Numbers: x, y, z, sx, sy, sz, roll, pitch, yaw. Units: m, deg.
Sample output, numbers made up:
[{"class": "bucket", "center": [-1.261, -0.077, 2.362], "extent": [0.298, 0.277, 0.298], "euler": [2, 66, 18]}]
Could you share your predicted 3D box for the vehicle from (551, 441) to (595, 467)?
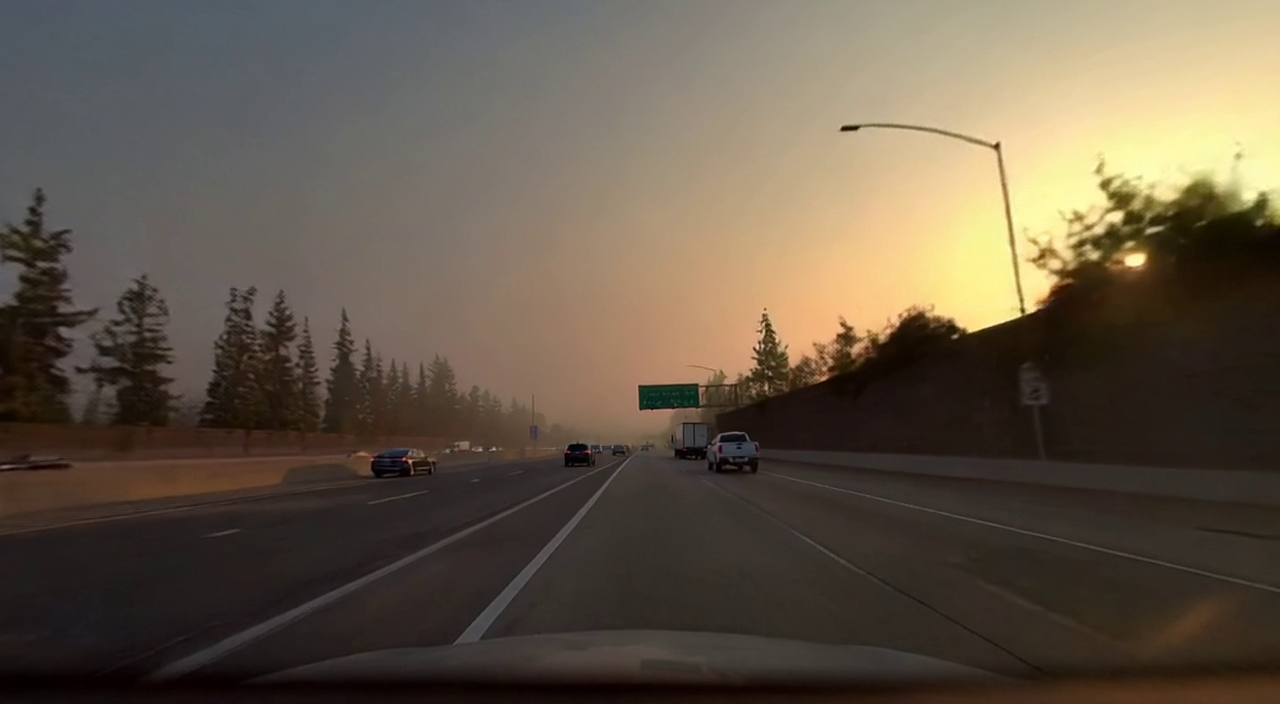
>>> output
[{"class": "vehicle", "center": [-3.932, 6.098, 37.791], "extent": [1.981, 1.473, 4.317], "euler": [0, -8, 2]}]

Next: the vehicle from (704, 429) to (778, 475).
[{"class": "vehicle", "center": [4.666, 4.767, 30.336], "extent": [2.355, 1.930, 6.633], "euler": [0, -8, -1]}]

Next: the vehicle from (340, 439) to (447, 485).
[{"class": "vehicle", "center": [-8.619, 3.870, 22.581], "extent": [1.899, 1.465, 4.589], "euler": [0, -8, 1]}]

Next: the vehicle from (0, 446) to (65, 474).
[{"class": "vehicle", "center": [-40.543, 6.879, 40.244], "extent": [2.112, 1.729, 5.735], "euler": [0, -8, 1]}]
